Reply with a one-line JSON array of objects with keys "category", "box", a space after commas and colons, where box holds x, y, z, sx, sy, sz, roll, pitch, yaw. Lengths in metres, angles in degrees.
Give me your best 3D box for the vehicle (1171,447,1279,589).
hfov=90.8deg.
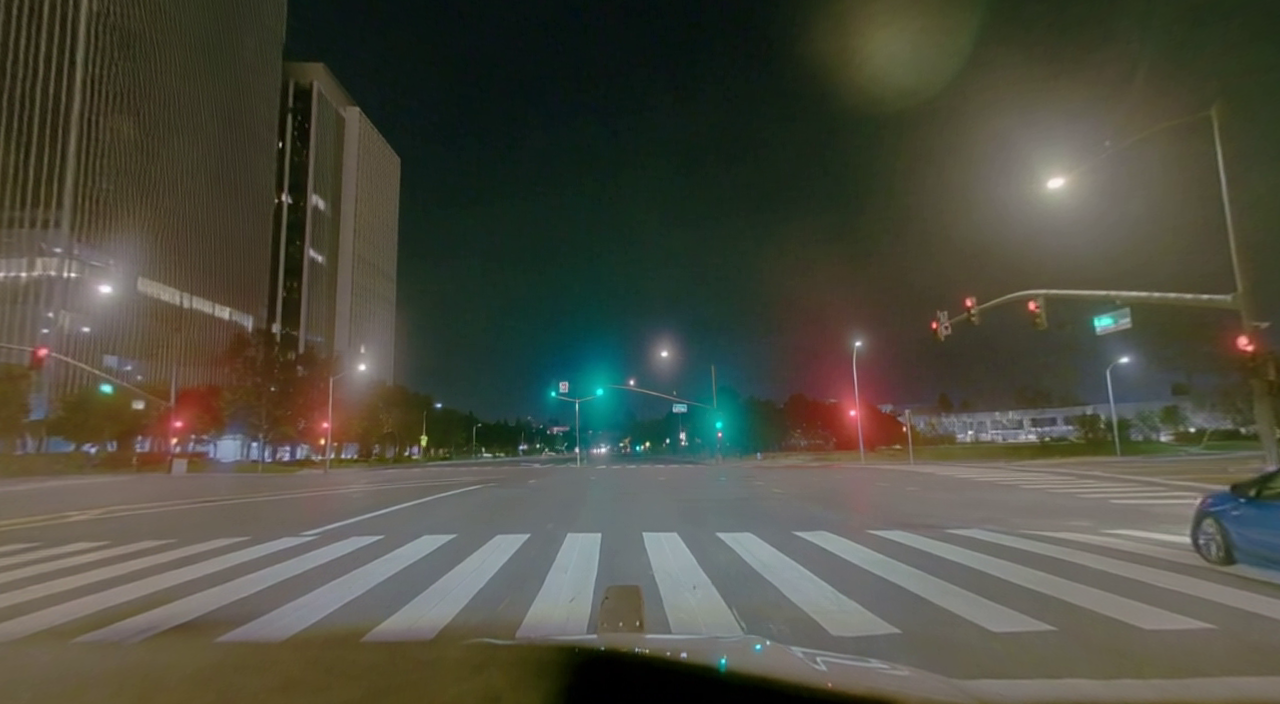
[{"category": "vehicle", "box": [7.347, 1.533, 5.358, 1.935, 1.421, 4.716, -1, -8, 6]}]
